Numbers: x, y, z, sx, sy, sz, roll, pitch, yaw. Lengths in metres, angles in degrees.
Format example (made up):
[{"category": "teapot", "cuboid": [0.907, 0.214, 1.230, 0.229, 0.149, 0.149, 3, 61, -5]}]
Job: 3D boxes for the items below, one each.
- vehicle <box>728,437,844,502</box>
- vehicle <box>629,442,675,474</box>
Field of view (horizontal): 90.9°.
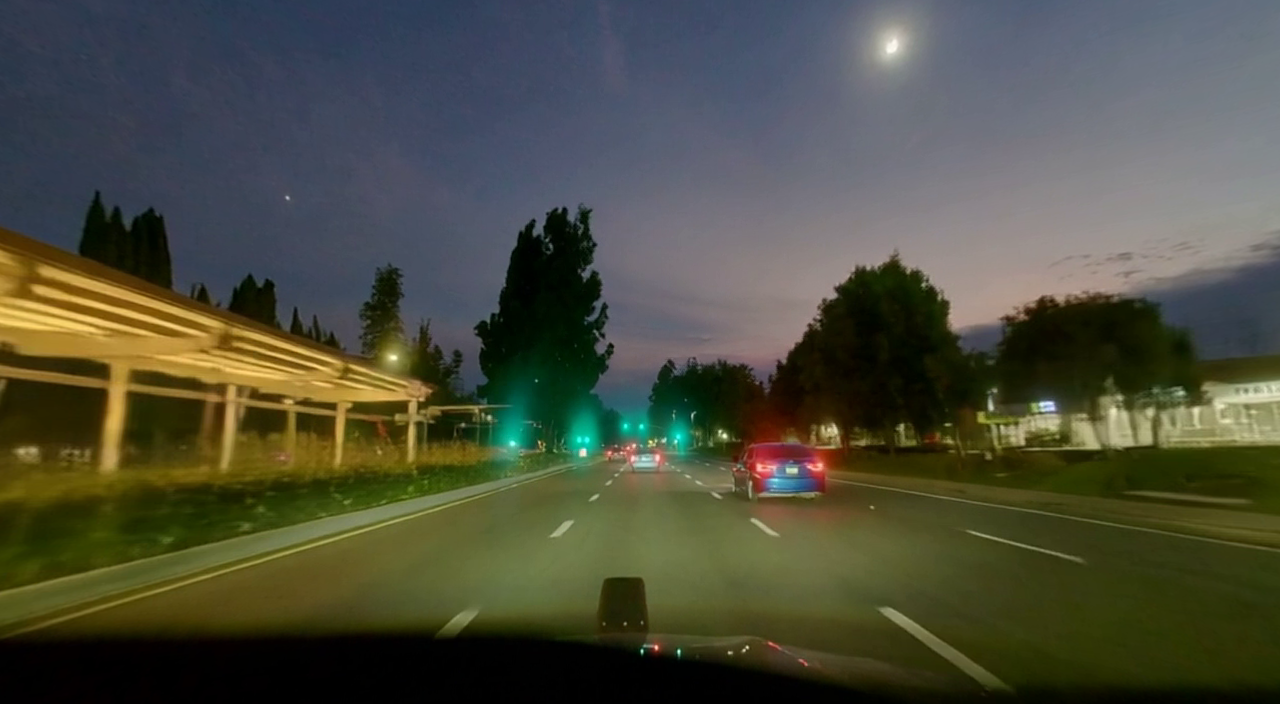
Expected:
[{"category": "vehicle", "cuboid": [3.739, 3.085, 17.008, 2.067, 1.497, 4.327, 0, -8, 0]}, {"category": "vehicle", "cuboid": [0.560, 5.313, 31.899, 2.144, 1.505, 4.128, 0, -8, 0]}]
